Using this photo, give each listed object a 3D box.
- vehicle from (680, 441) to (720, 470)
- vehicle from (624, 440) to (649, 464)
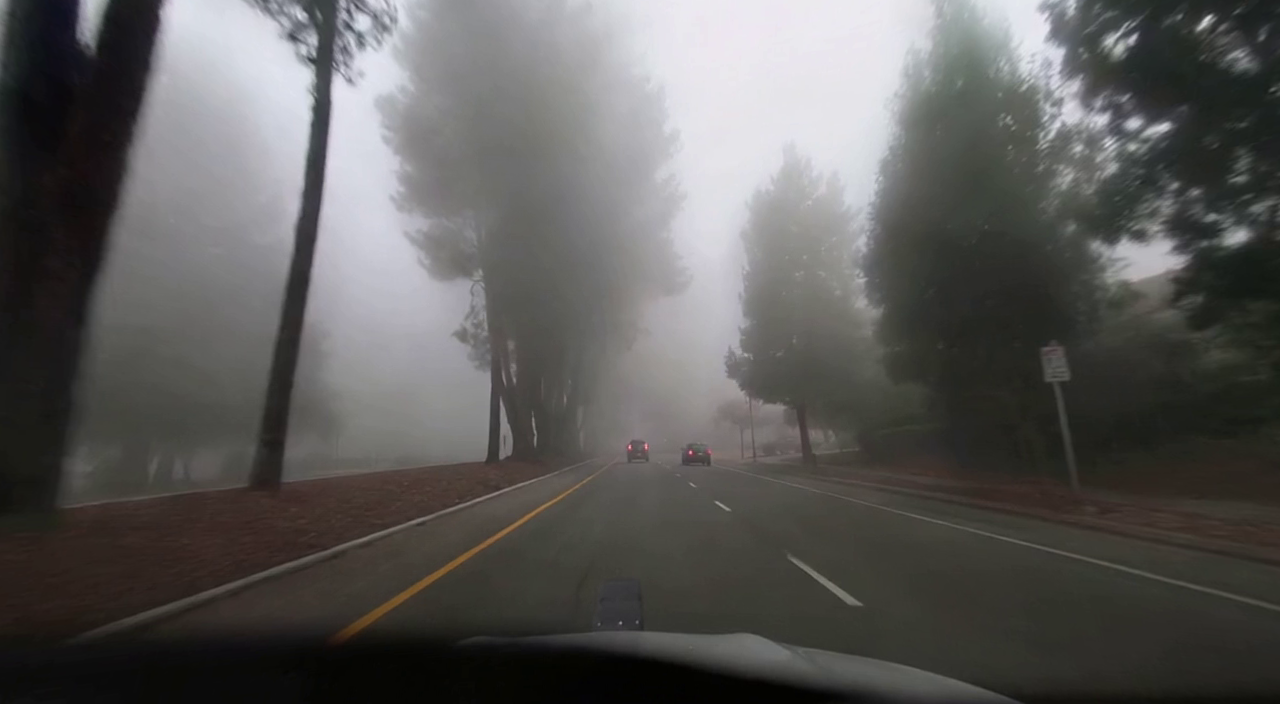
[{"bbox_3d":[3.561,6.185,38.014,1.888,1.640,4.044,0,-9,-2],"label":"vehicle"},{"bbox_3d":[-0.294,7.855,49.680,1.925,1.799,4.257,0,-9,-1],"label":"vehicle"}]
